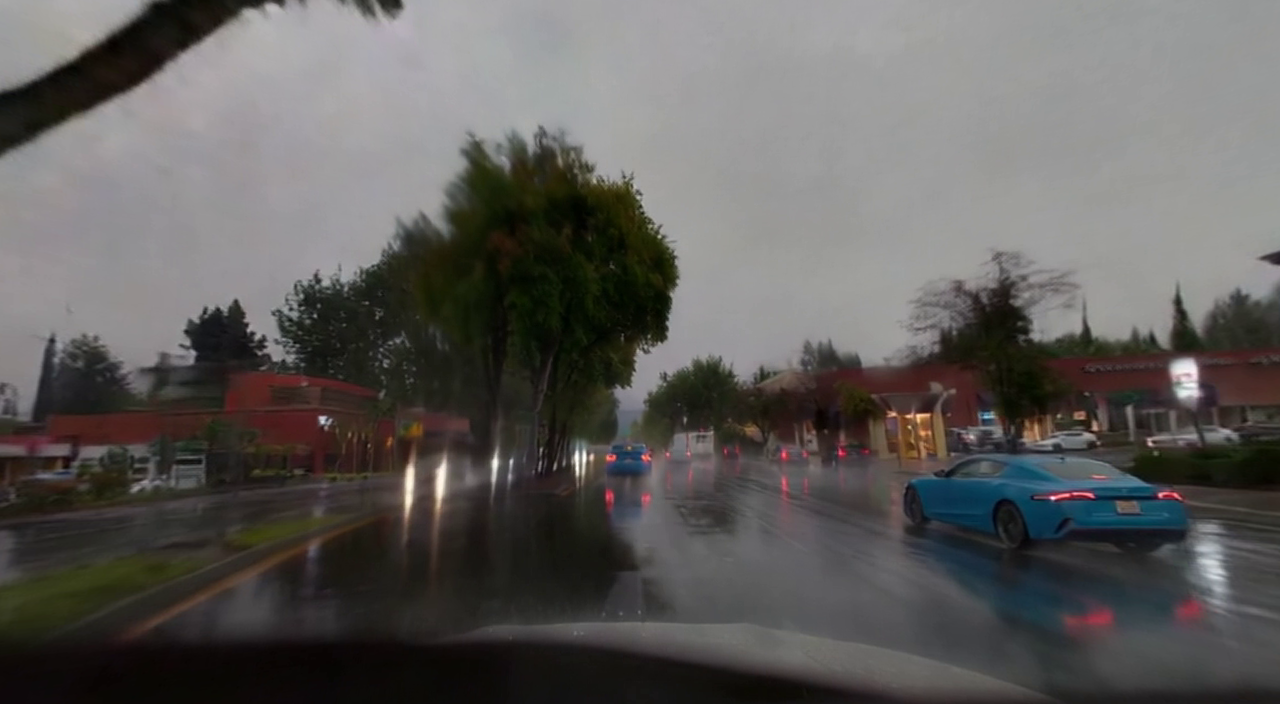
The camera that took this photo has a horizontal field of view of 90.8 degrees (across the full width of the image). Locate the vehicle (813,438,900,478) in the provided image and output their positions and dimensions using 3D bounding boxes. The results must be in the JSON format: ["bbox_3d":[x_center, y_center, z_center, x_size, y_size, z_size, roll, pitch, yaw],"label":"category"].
[{"bbox_3d":[8.954,4.418,26.538,2.045,1.484,4.342,-1,-9,-1],"label":"vehicle"}]

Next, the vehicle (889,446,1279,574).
[{"bbox_3d":[5.555,1.987,8.825,2.258,1.294,4.312,0,-9,-2],"label":"vehicle"}]

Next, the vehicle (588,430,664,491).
[{"bbox_3d":[-0.475,3.567,20.991,2.266,1.762,4.131,-1,-9,-1],"label":"vehicle"}]

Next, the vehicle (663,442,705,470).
[{"bbox_3d":[2.500,6.025,36.743,2.078,1.471,4.142,-1,-9,-1],"label":"vehicle"}]

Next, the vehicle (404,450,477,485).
[{"bbox_3d":[-9.536,5.534,30.577,1.989,1.542,4.435,-1,-9,1],"label":"vehicle"}]
